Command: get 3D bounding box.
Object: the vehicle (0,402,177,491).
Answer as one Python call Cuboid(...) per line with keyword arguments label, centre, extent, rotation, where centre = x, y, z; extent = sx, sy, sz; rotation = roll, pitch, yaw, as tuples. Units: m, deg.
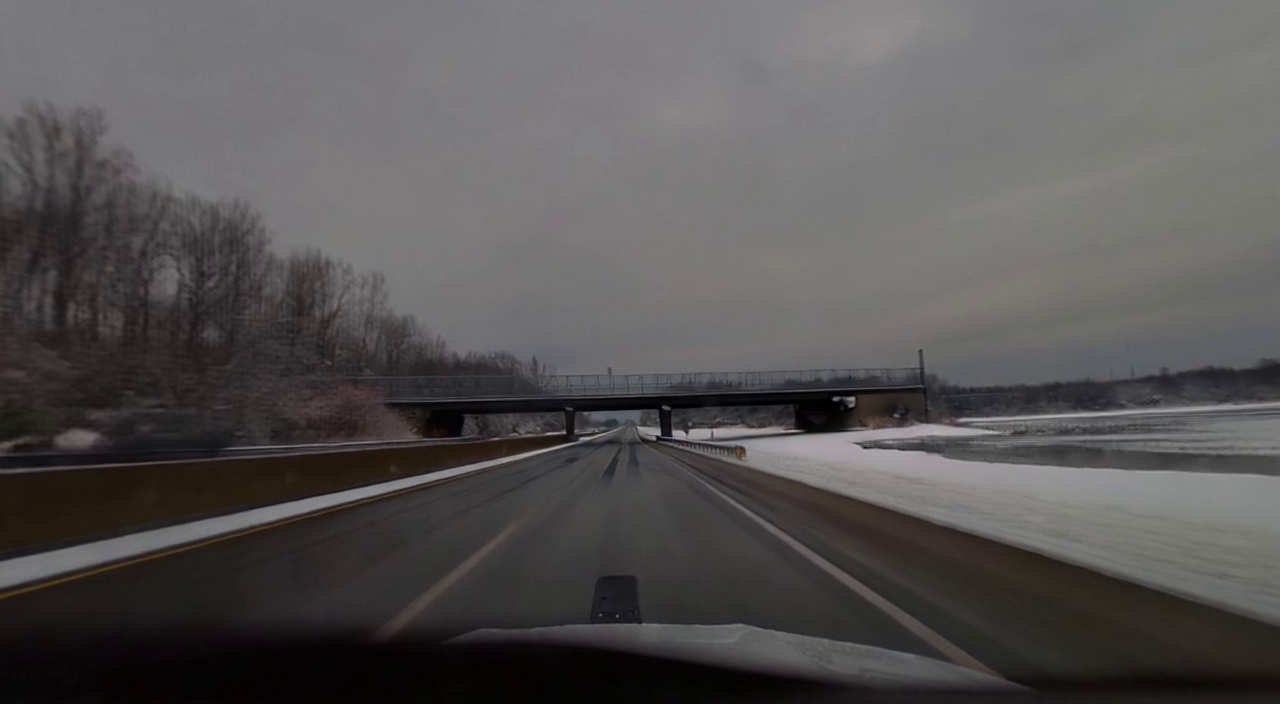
Cuboid(label="vehicle", centre=(-13.788, 2.224, 15.088), extent=(1.990, 1.808, 4.311), rotation=(0, -8, 0))
